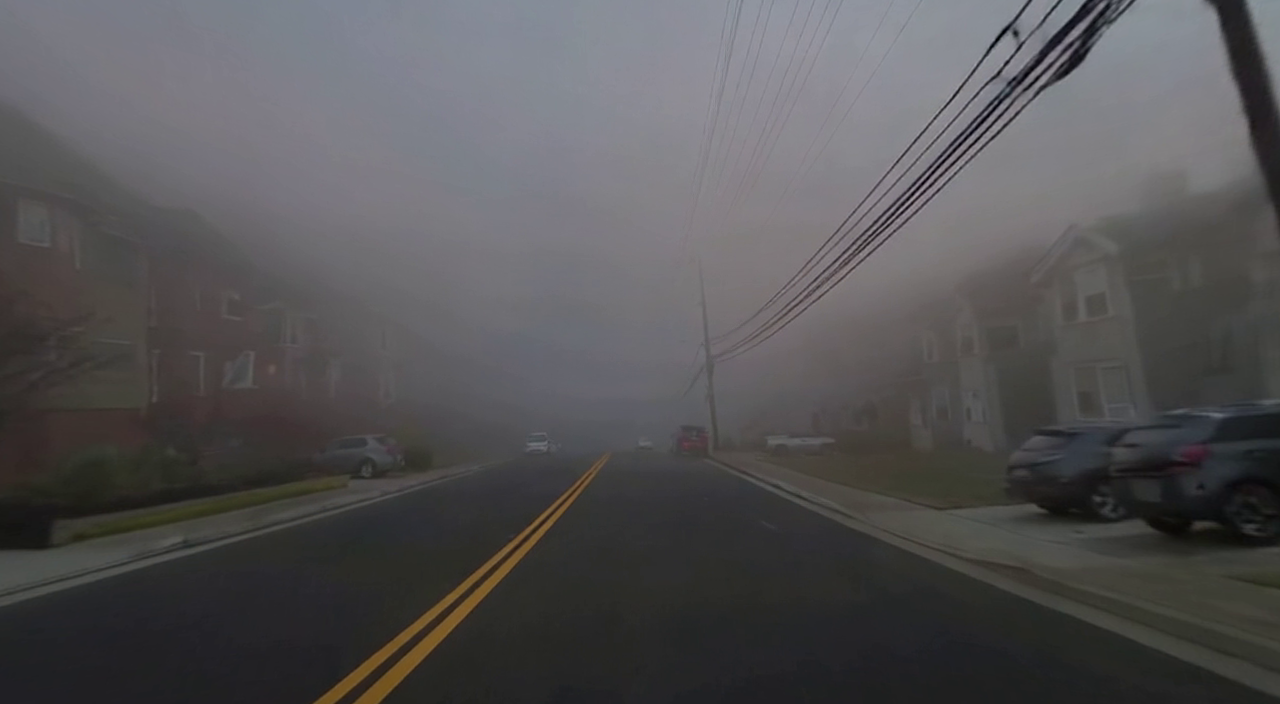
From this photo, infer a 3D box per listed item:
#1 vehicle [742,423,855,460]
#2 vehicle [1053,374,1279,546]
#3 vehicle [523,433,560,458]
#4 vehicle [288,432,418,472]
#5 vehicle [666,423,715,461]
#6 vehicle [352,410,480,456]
[{"bbox_3d":[7.406,4.254,29.820,4.893,1.642,1.874,0,-10,3],"label":"vehicle"},{"bbox_3d":[8.475,1.250,8.158,4.622,1.826,2.065,-4,-9,-1],"label":"vehicle"},{"bbox_3d":[-6.975,6.628,45.053,1.994,1.588,4.148,-3,-7,-1],"label":"vehicle"},{"bbox_3d":[-11.987,4.173,26.490,4.484,1.538,1.901,0,-8,2],"label":"vehicle"},{"bbox_3d":[2.740,5.041,35.456,2.277,1.917,5.495,0,-8,0],"label":"vehicle"},{"bbox_3d":[-14.397,5.267,40.721,7.267,2.775,2.786,-1,-9,12],"label":"vehicle"}]
